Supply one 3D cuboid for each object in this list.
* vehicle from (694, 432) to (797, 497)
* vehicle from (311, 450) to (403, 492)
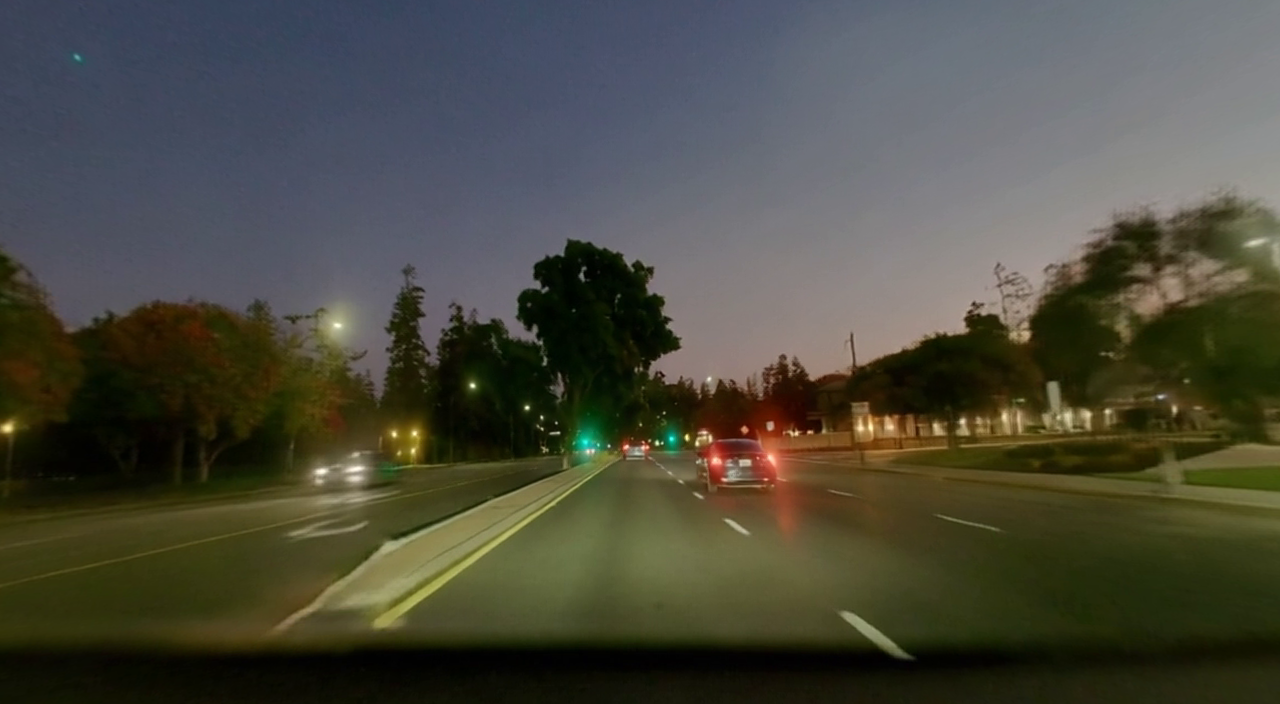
[{"bbox_3d":[2.830,3.165,18.181,1.995,1.616,4.729,0,-8,-2],"label":"vehicle"},{"bbox_3d":[-12.239,5.144,27.697,1.943,1.672,4.368,0,-8,1],"label":"vehicle"}]
